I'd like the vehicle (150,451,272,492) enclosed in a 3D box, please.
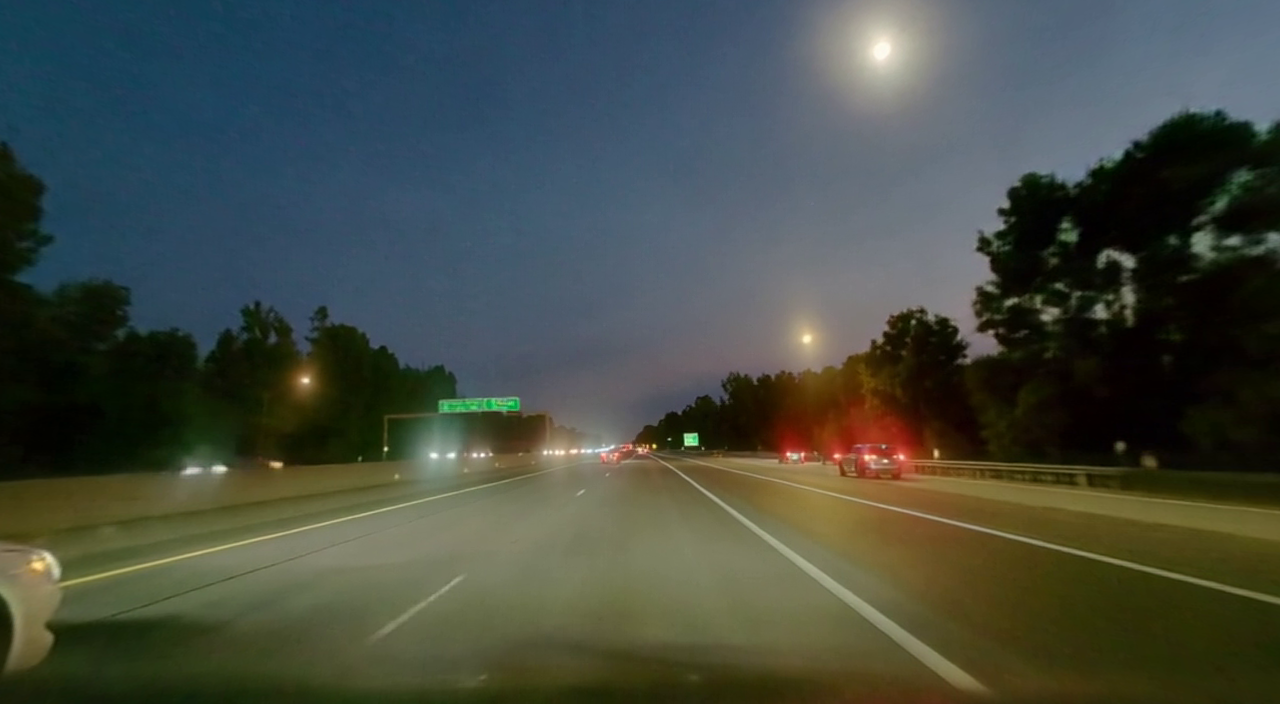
[{"bbox_3d":[-16.228,4.494,24.148,1.799,1.408,4.076,0,-9,0],"label":"vehicle"}]
